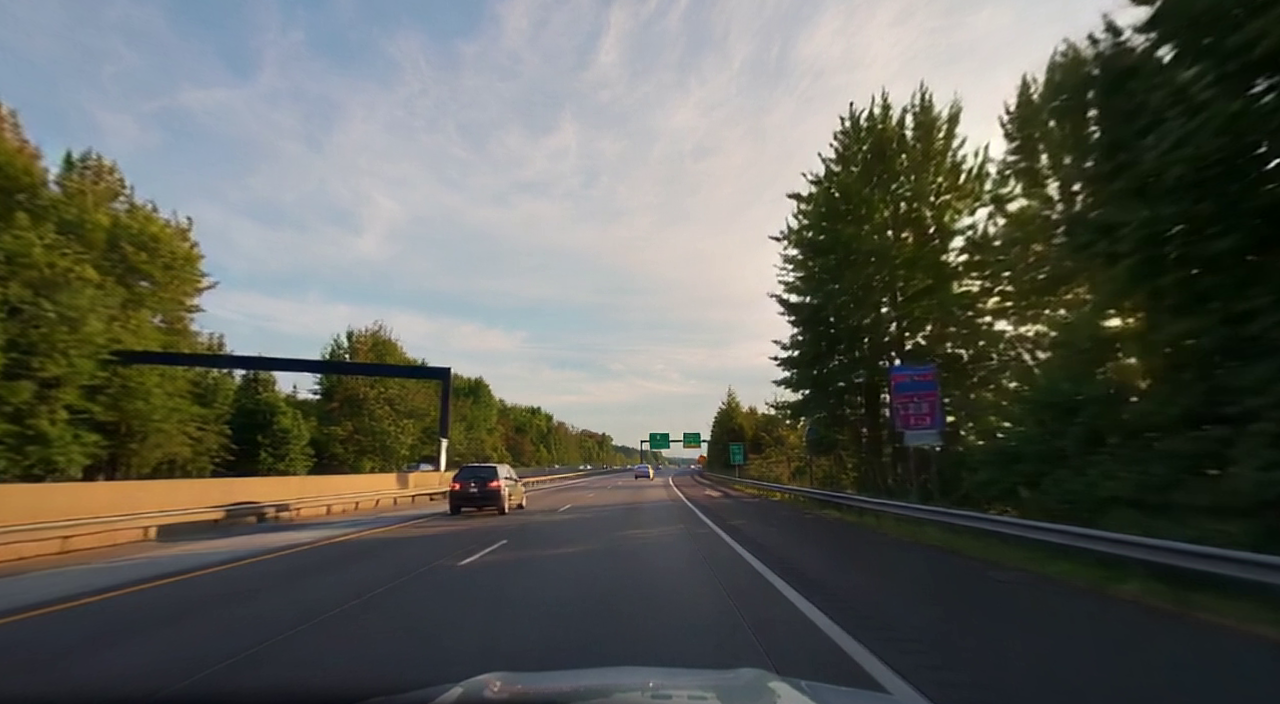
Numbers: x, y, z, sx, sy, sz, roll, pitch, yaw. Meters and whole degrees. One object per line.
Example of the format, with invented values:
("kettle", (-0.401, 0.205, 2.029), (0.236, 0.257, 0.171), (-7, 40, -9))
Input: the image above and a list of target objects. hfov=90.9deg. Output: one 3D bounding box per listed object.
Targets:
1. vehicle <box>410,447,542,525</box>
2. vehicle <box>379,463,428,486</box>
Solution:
("vehicle", (-3.807, 3.228, 15.478), (2.000, 1.594, 3.996), (1, -11, 2))
("vehicle", (-17.944, 9.326, 48.034), (1.959, 1.669, 4.090), (1, -11, 2))
